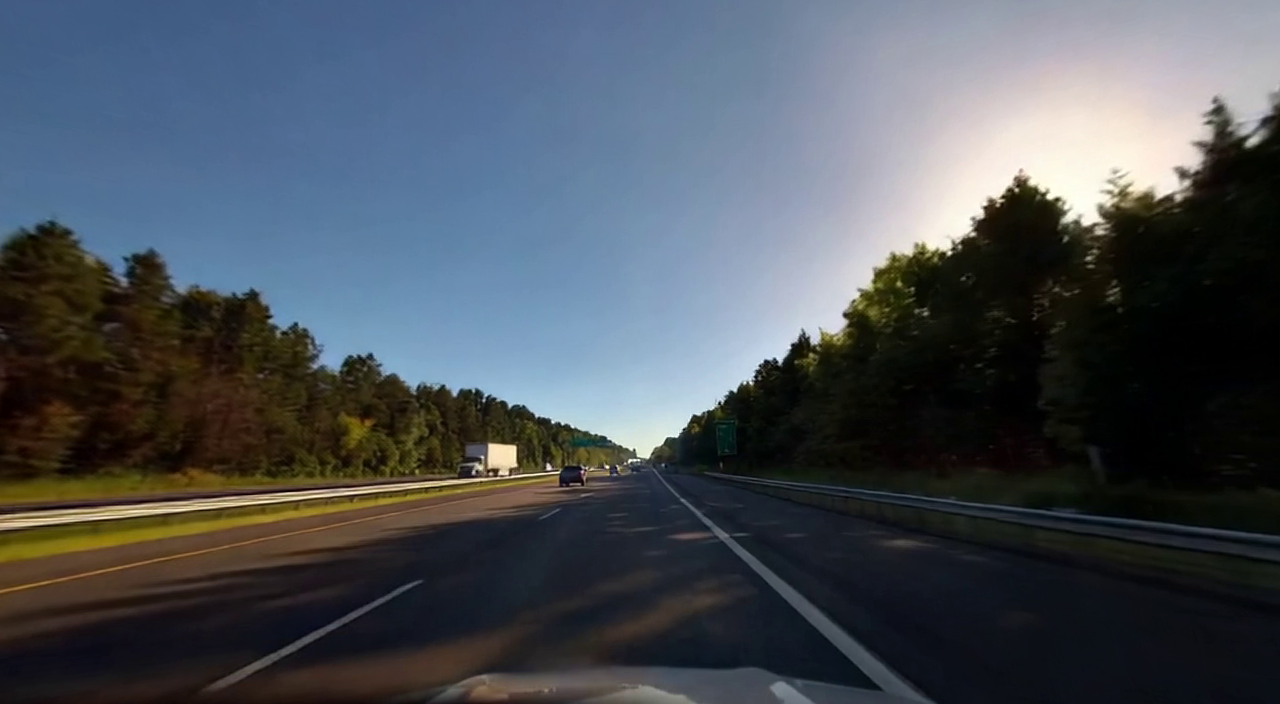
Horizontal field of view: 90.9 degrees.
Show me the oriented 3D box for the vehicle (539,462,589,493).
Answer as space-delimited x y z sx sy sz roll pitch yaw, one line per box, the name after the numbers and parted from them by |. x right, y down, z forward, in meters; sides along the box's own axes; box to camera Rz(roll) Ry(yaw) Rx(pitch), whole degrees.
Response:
-3.894 6.563 33.068 2.043 1.486 4.442 1 -10 0 | vehicle
